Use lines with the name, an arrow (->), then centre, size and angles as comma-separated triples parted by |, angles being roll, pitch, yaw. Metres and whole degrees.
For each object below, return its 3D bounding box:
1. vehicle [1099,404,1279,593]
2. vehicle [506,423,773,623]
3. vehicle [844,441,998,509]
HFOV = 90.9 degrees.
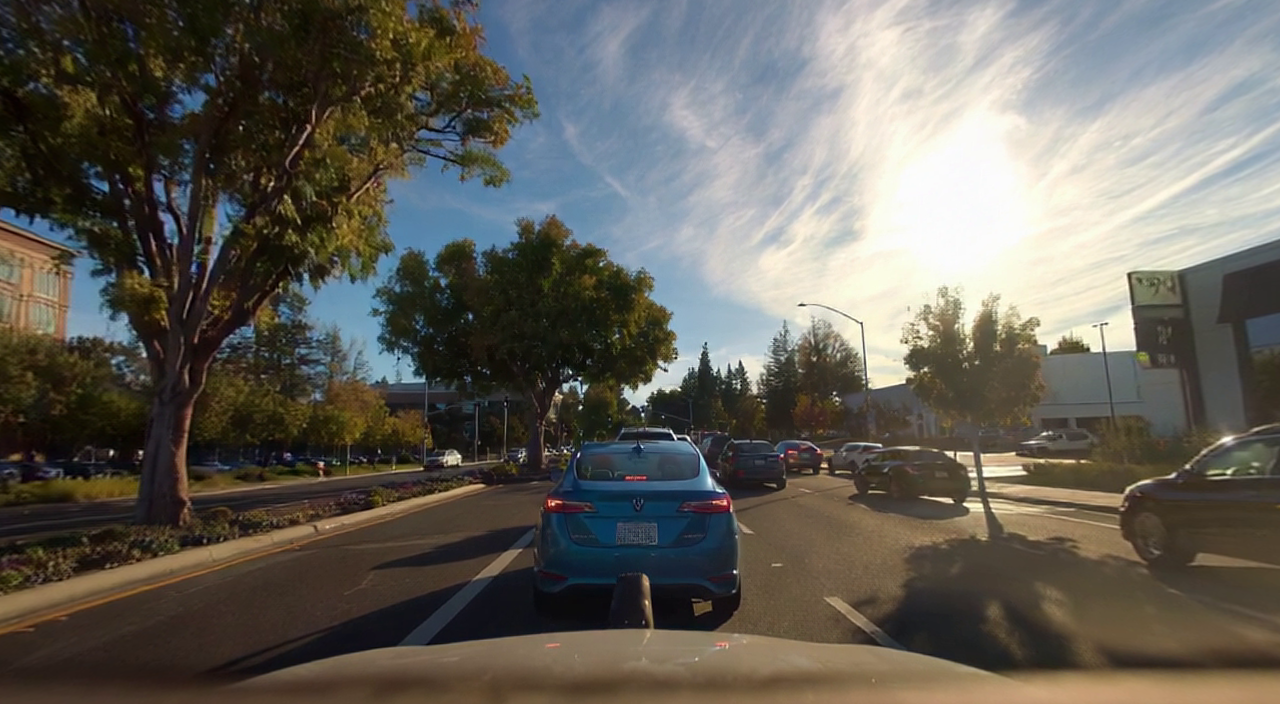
vehicle -> 6.908, 1.349, 5.783 | 1.988, 1.727, 4.584 | 0, -8, 1
vehicle -> -0.030, 1.593, 6.931 | 1.977, 1.465, 4.376 | 0, -8, -1
vehicle -> 6.917, 3.040, 16.136 | 1.911, 1.468, 4.417 | 0, -8, 0
